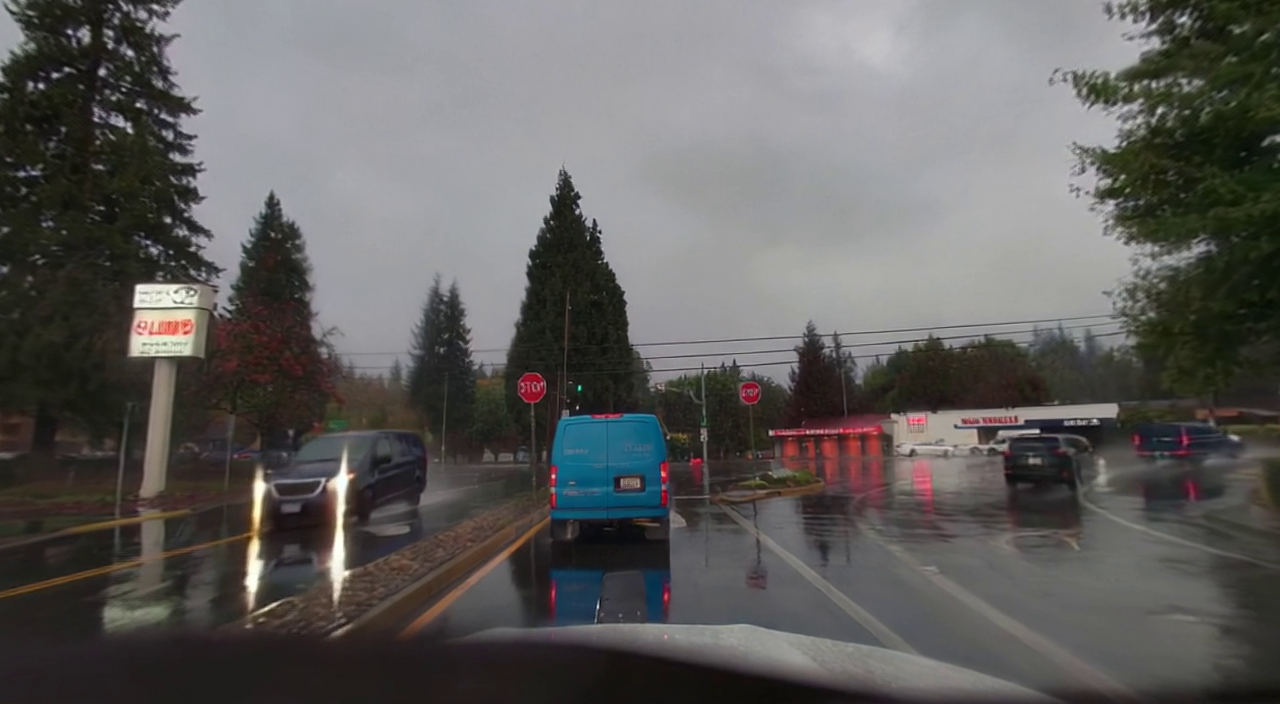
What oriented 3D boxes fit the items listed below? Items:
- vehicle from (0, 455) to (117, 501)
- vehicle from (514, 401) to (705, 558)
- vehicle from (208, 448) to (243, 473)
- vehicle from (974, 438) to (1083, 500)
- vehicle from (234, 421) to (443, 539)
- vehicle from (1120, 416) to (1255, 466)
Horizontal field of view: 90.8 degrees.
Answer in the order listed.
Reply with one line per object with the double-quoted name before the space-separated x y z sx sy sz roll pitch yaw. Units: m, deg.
"vehicle" -21.393 4.394 22.363 2.038 1.392 4.362 0 -9 -1
"vehicle" -0.295 1.846 9.768 2.237 1.828 4.546 0 -9 2
"vehicle" -29.925 7.801 45.700 1.913 1.682 4.120 5 -10 -32
"vehicle" 11.147 3.240 17.971 2.079 1.504 4.828 -6 -11 36
"vehicle" -5.176 2.237 11.703 1.985 1.710 4.651 1 -9 -6
"vehicle" 23.260 3.790 26.850 4.946 1.973 2.204 4 -9 -23
